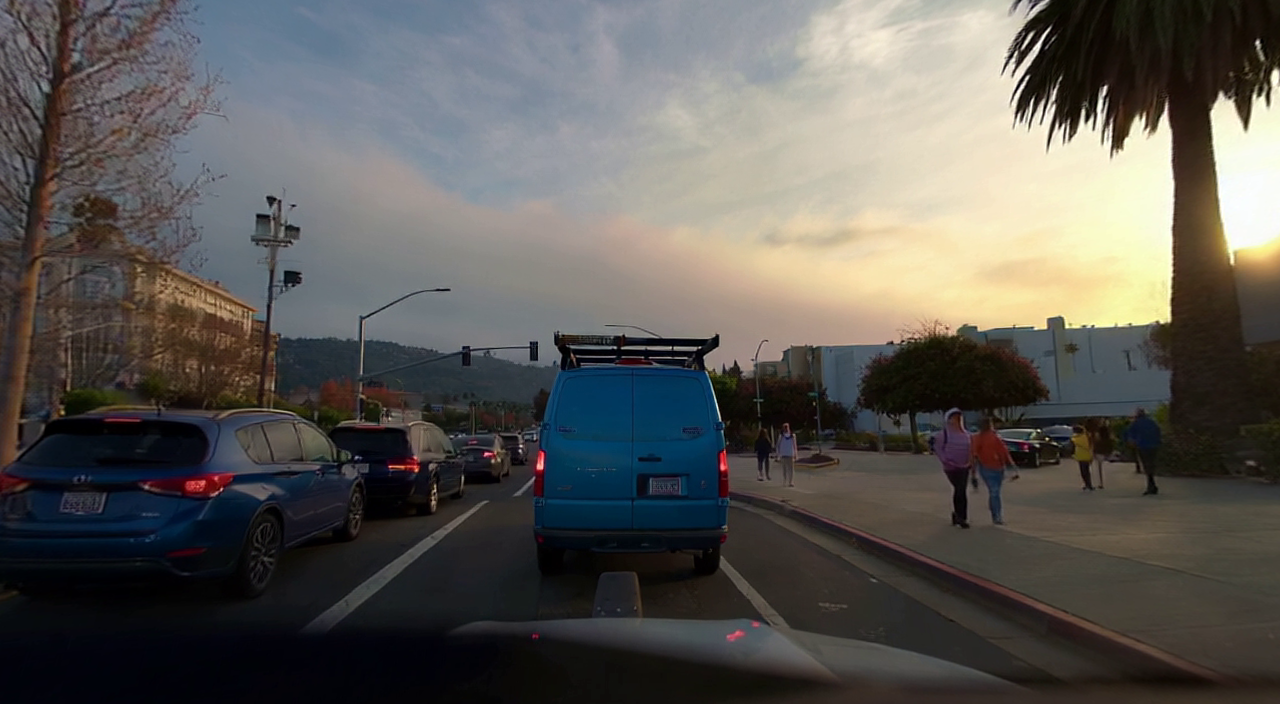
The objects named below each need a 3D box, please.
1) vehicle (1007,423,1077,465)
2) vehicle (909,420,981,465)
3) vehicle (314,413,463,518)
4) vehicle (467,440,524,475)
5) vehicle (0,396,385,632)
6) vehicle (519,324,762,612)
[{"bbox_3d":[15.784,3.617,24.719,2.048,1.475,3.972,-6,-10,34],"label":"vehicle"},{"bbox_3d":[12.632,3.753,26.052,2.046,1.675,3.924,-6,-10,33],"label":"vehicle"},{"bbox_3d":[-5.213,2.414,13.901,2.089,1.854,5.022,2,-9,-11],"label":"vehicle"},{"bbox_3d":[-6.844,4.889,29.570,1.818,1.479,4.428,4,-9,-22],"label":"vehicle"},{"bbox_3d":[-4.404,1.469,6.687,1.986,1.643,4.315,1,-9,-6],"label":"vehicle"},{"bbox_3d":[-0.205,1.208,7.181,1.902,2.238,4.263,1,-9,-6],"label":"vehicle"}]
